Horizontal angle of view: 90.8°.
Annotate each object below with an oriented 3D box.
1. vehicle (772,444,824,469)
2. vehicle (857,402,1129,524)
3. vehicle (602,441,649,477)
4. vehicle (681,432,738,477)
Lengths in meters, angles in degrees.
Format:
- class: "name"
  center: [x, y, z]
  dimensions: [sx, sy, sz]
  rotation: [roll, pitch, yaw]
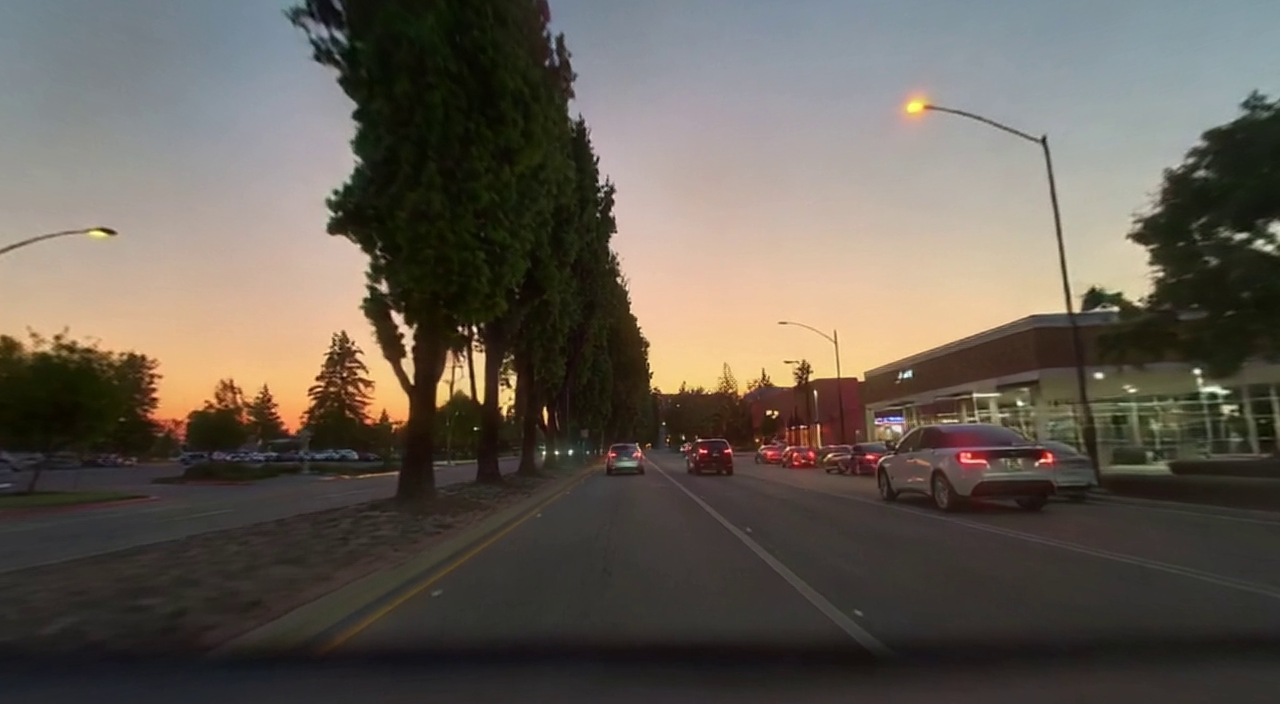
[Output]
- class: "vehicle"
  center: [9.993, 6.627, 40.362]
  dimensions: [1.898, 1.475, 4.860]
  rotation: [0, -8, -2]
- class: "vehicle"
  center: [6.617, 2.193, 12.984]
  dimensions: [2.240, 1.923, 5.678]
  rotation: [0, -8, -1]
- class: "vehicle"
  center: [-0.673, 4.922, 29.275]
  dimensions: [2.037, 1.568, 3.693]
  rotation: [0, -8, -1]
- class: "vehicle"
  center: [3.027, 4.598, 28.461]
  dimensions: [1.955, 1.845, 4.538]
  rotation: [0, -8, -1]
